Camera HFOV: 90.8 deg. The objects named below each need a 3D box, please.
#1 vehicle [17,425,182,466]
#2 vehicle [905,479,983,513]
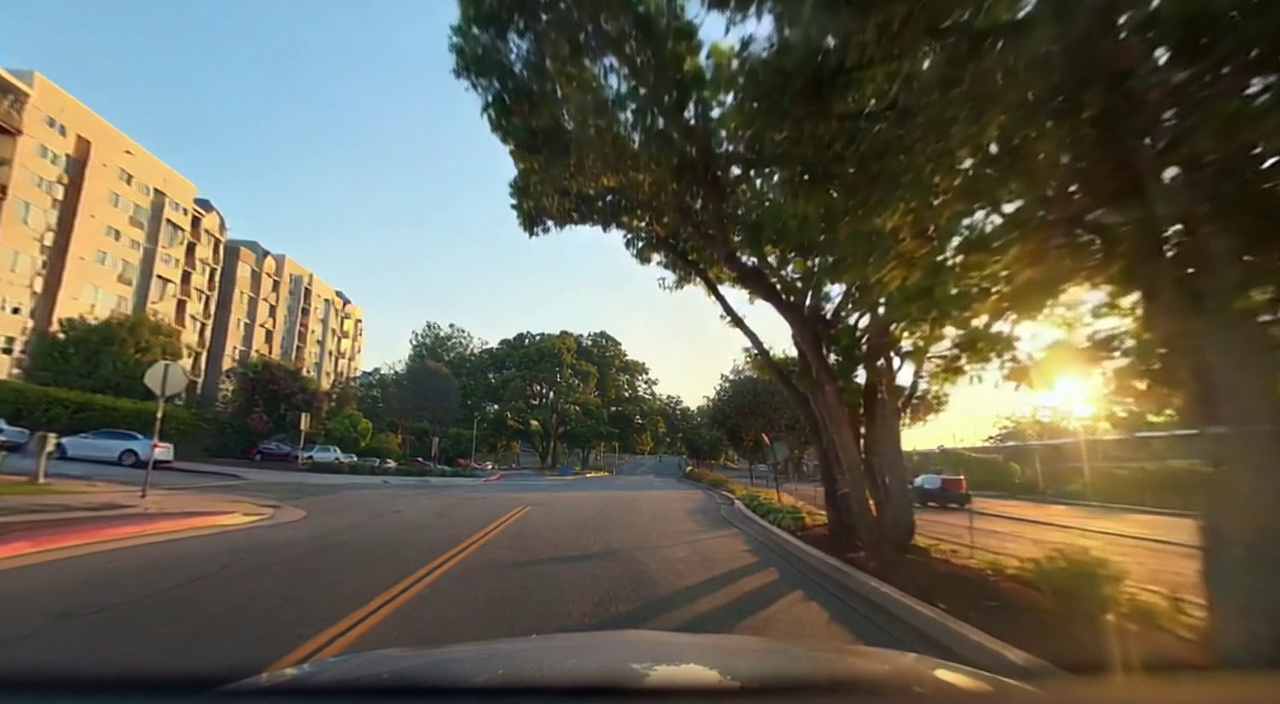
[{"bbox_3d":[-19.793,3.440,23.269,4.322,1.436,1.827,0,-8,0],"label":"vehicle"},{"bbox_3d":[19.888,9.402,41.615,2.322,1.818,4.871,1,-8,-5],"label":"vehicle"}]
